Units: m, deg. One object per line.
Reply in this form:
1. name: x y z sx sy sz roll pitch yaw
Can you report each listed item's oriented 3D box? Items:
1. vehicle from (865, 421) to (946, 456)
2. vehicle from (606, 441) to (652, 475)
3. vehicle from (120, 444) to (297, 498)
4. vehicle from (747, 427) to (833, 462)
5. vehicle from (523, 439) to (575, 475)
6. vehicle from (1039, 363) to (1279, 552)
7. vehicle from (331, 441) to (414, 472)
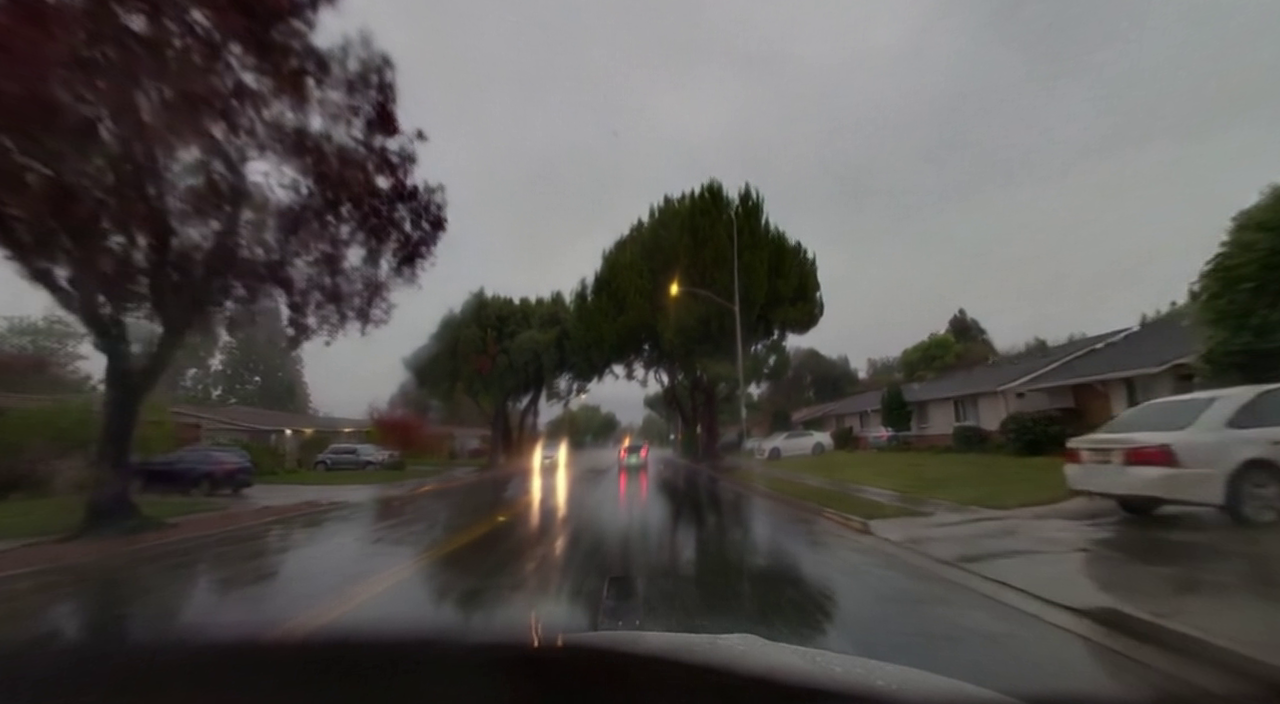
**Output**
1. vehicle: 15.309 4.940 36.340 4.462 1.699 2.145 2 -7 -36
2. vehicle: -0.509 5.053 30.377 2.098 1.483 4.099 0 -8 -1
3. vehicle: -14.863 4.107 21.952 4.608 1.743 2.222 -1 -9 6
4. vehicle: 9.206 5.703 39.027 4.634 1.723 1.966 -4 -7 -3
5. vehicle: -5.127 5.943 36.077 2.256 1.838 4.613 -2 -8 0
6. vehicle: 8.163 1.059 7.728 4.957 1.857 2.157 -5 -8 -1
7. vehicle: -17.390 6.791 41.255 4.463 1.917 1.970 1 -8 -5
